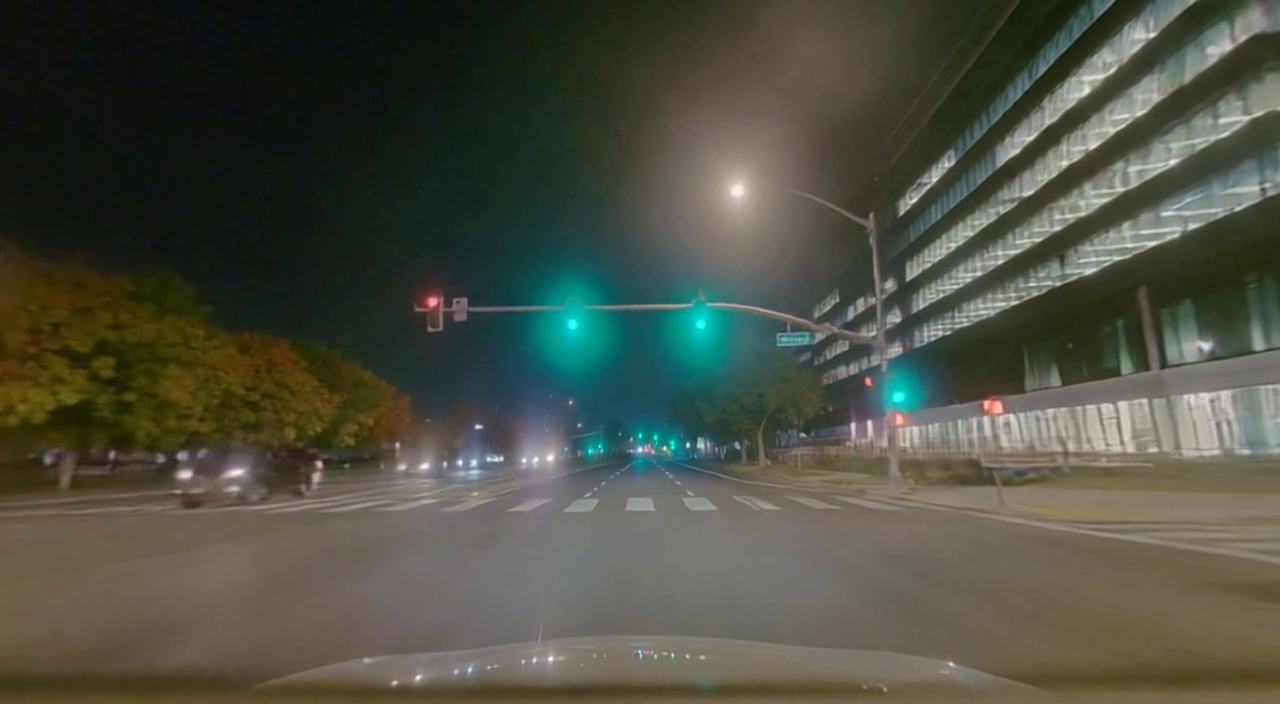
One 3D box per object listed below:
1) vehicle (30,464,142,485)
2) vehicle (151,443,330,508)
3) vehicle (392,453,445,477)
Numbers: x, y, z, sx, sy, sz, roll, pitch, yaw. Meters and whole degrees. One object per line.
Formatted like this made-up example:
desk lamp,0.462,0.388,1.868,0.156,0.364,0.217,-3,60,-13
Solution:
vehicle,-30.624,6.763,34.754,4.611,1.021,1.473,1,-8,-4
vehicle,-11.631,3.586,18.819,2.069,1.673,4.853,0,-9,1
vehicle,-14.968,7.657,42.694,1.920,1.499,4.378,0,-9,1
